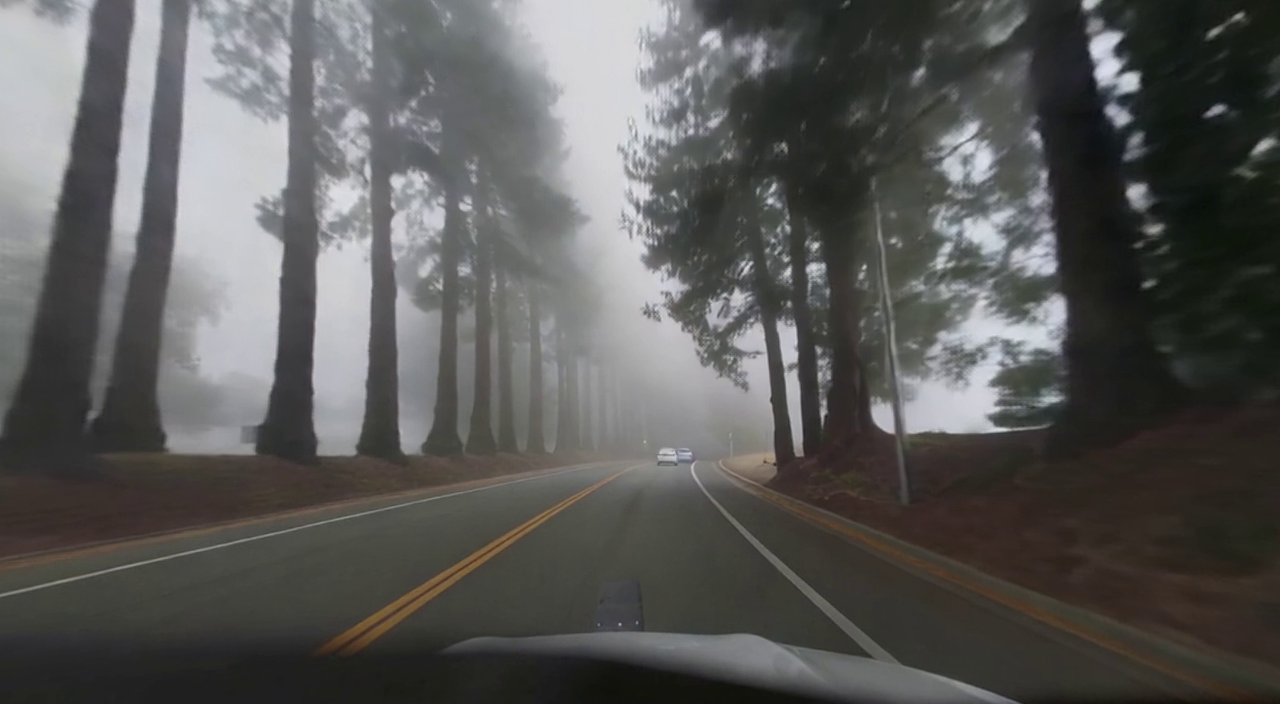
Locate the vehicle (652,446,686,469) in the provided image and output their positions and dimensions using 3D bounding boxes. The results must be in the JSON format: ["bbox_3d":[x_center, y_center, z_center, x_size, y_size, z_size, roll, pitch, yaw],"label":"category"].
[{"bbox_3d":[2.016,7.196,43.119,2.071,1.474,4.047,-1,-9,6],"label":"vehicle"}]
